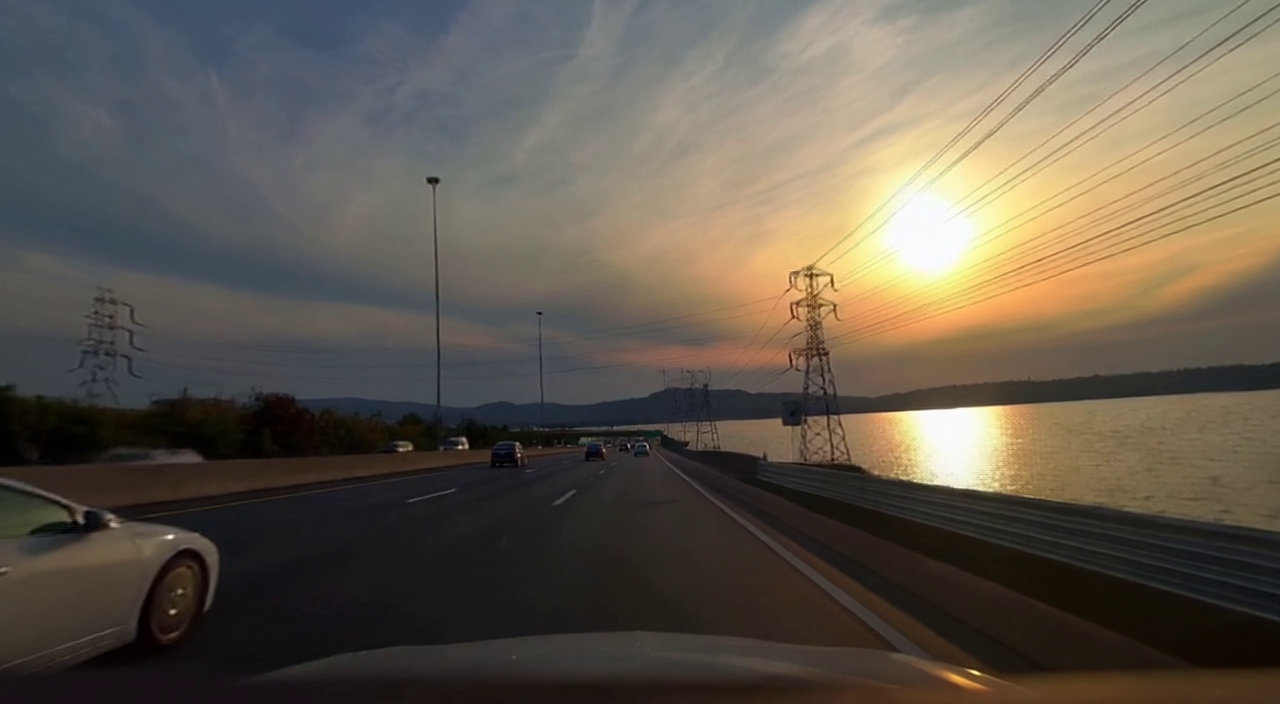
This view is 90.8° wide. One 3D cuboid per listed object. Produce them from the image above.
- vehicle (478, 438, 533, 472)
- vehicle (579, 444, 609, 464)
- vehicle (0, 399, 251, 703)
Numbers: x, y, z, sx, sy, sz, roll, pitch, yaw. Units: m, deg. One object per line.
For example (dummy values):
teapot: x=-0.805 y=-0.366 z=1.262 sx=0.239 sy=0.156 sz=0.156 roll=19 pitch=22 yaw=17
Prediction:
vehicle: x=-7.459 y=5.751 z=35.465 sx=2.050 sy=1.717 sz=4.418 roll=0 pitch=-8 yaw=1
vehicle: x=-3.475 y=7.792 z=48.377 sx=1.957 sy=1.494 sz=4.207 roll=0 pitch=-8 yaw=1
vehicle: x=-3.645 y=0.858 z=1.948 sx=2.015 sy=1.501 sz=4.454 roll=0 pitch=-8 yaw=0
